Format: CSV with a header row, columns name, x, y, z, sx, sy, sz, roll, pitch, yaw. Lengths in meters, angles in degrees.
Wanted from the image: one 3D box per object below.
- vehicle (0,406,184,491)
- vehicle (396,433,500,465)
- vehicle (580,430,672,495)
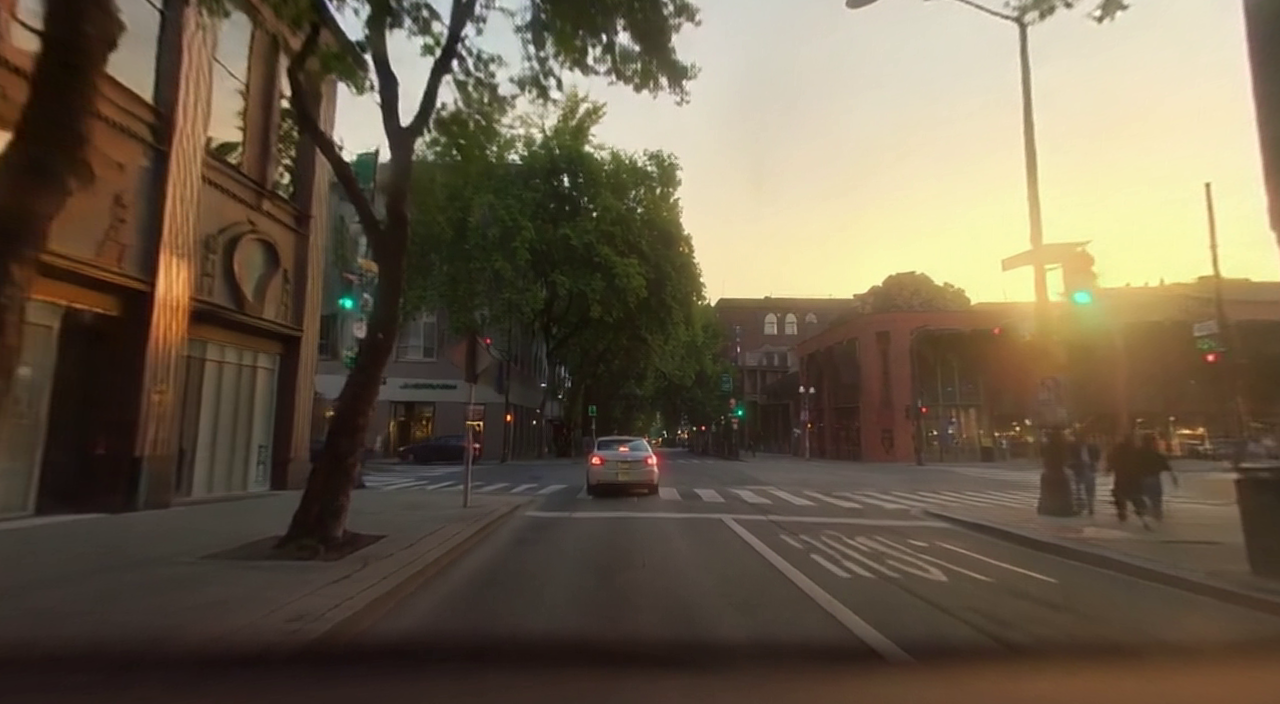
name,x,y,z,sx,sy,sz,roll,pitch,yaw
vehicle,-17.831,2.939,19.269,5.858,2.396,2.319,0,-9,-2
vehicle,-9.400,4.764,30.910,4.627,1.468,1.871,-3,-9,20
vehicle,-0.529,2.893,16.970,2.106,1.482,4.459,1,-9,-6
